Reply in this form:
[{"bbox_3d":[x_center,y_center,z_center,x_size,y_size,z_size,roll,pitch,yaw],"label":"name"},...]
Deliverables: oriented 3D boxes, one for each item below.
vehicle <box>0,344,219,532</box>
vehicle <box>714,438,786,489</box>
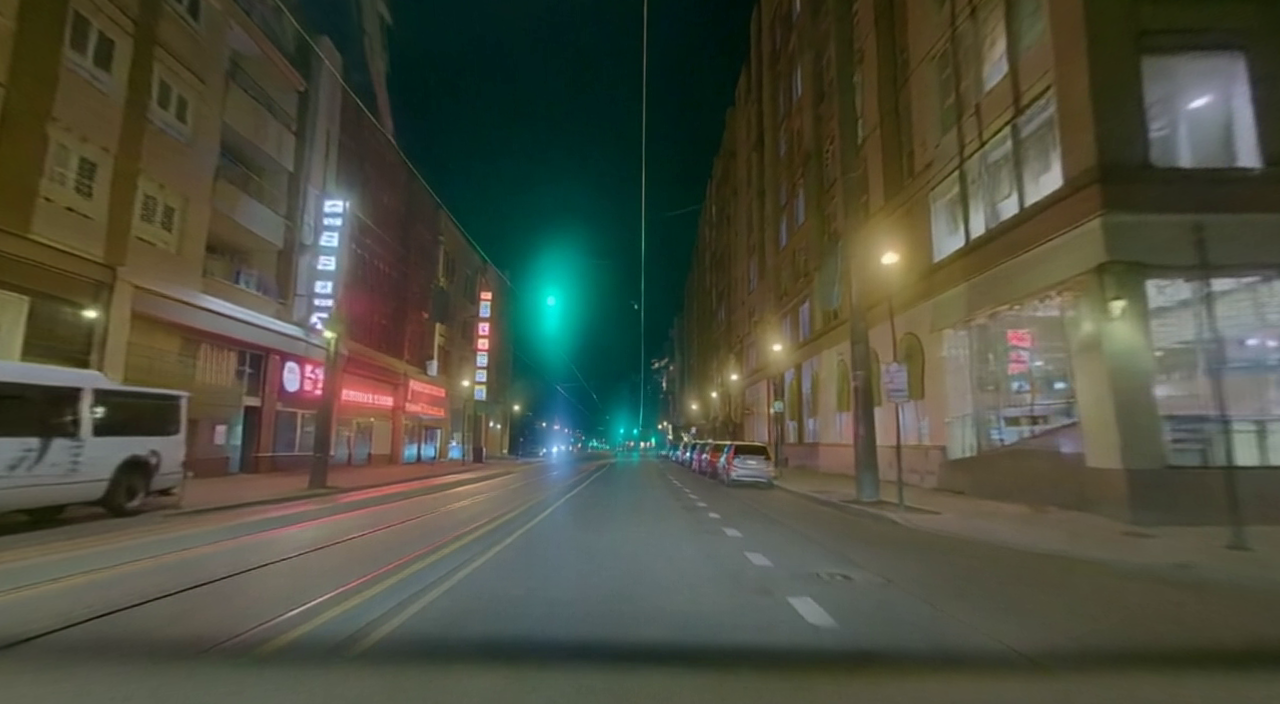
[{"bbox_3d":[-10.663,1.369,10.077,2.378,2.765,7.920,1,-8,-1],"label":"vehicle"},{"bbox_3d":[3.571,3.656,21.081,1.819,1.546,3.681,0,-8,1],"label":"vehicle"}]
